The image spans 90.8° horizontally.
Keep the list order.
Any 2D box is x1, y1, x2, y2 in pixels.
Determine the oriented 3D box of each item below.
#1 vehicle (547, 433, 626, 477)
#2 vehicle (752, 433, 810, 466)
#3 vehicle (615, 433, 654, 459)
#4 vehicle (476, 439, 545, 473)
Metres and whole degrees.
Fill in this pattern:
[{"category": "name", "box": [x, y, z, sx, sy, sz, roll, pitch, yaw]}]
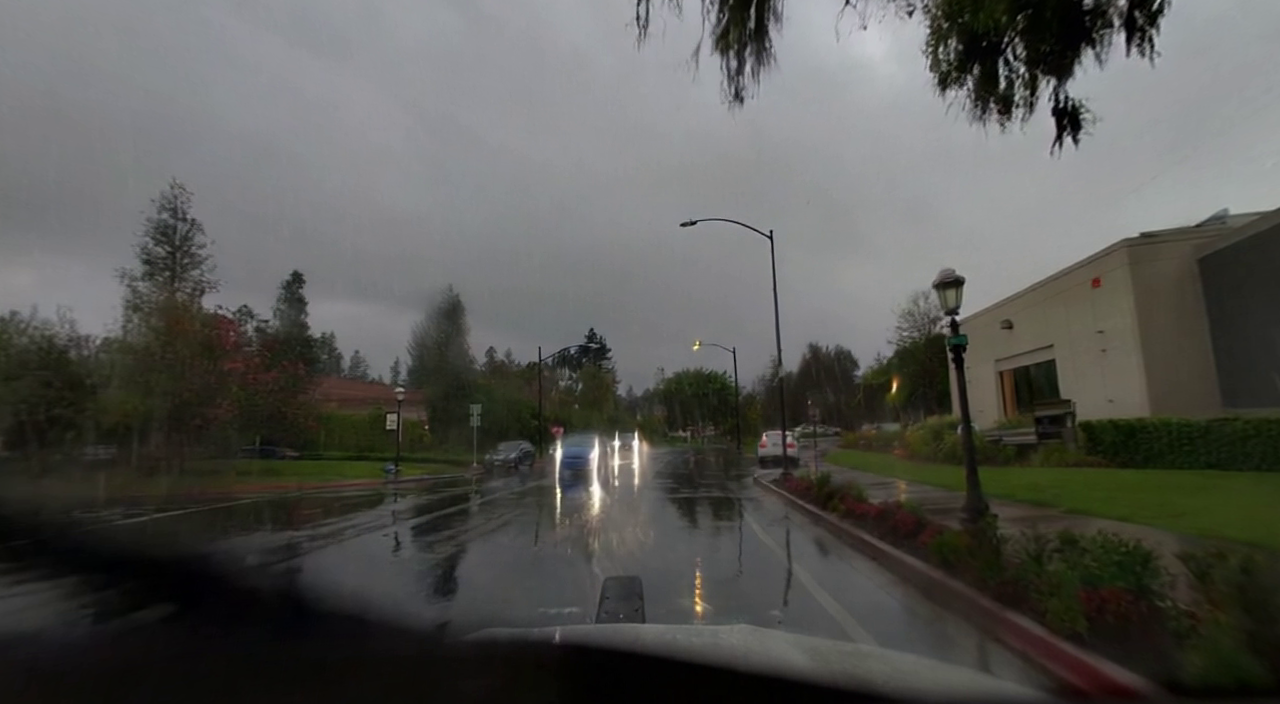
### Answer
[{"category": "vehicle", "box": [-1.930, 3.944, 24.414, 2.056, 1.508, 4.596, -1, -9, 8]}, {"category": "vehicle", "box": [6.724, 4.675, 30.599, 1.918, 1.461, 4.419, 0, -8, 1]}, {"category": "vehicle", "box": [-0.291, 6.426, 43.041, 2.110, 1.651, 4.410, -1, -9, 7]}, {"category": "vehicle", "box": [-6.038, 4.924, 30.002, 1.968, 1.443, 4.358, -1, -9, 6]}]
